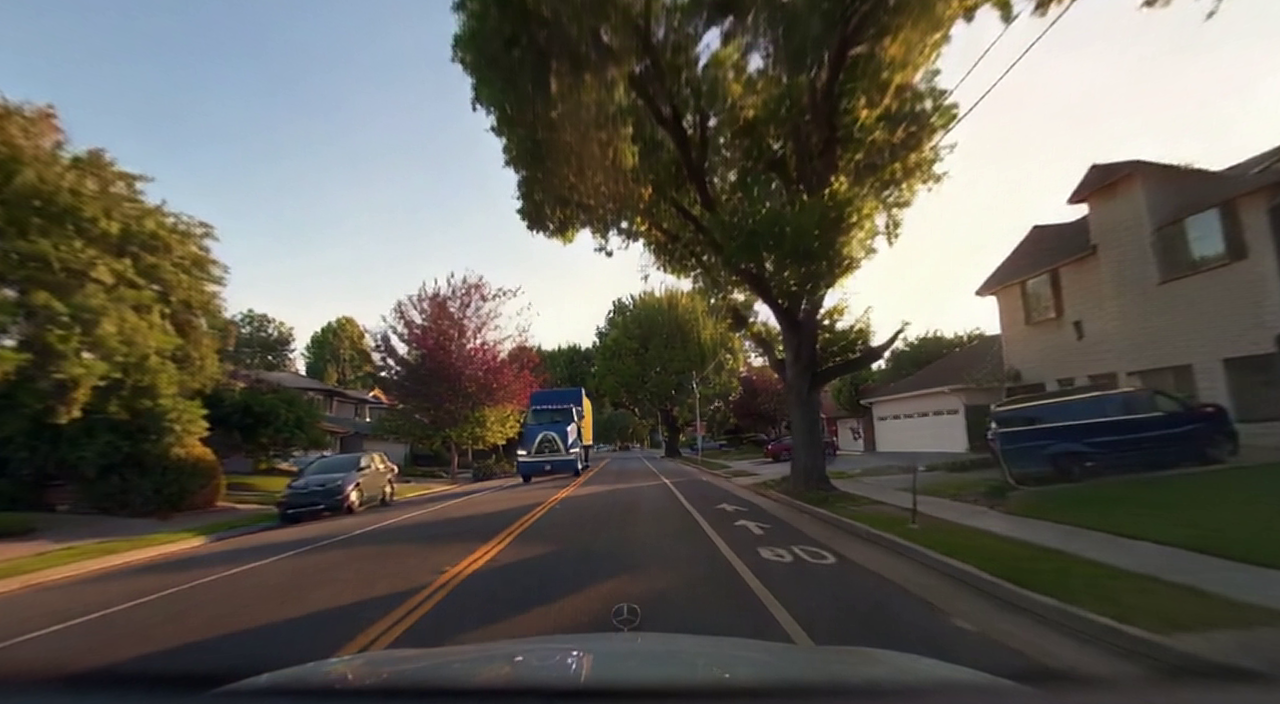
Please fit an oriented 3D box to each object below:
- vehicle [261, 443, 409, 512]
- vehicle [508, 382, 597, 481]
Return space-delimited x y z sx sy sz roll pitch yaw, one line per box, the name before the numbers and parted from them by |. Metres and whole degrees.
vehicle | -8.946 3.667 19.095 2.119 1.775 4.643 0 -8 0
vehicle | -4.032 4.099 31.911 3.133 4.112 10.695 0 -8 -1
